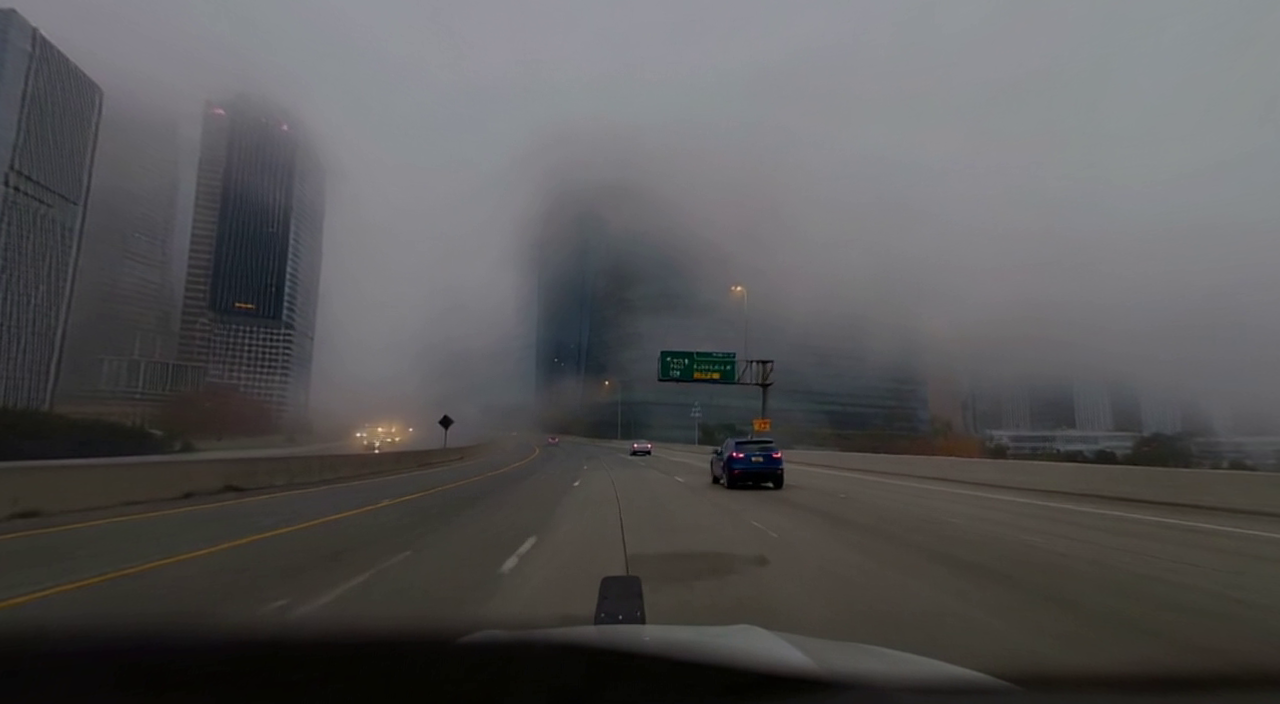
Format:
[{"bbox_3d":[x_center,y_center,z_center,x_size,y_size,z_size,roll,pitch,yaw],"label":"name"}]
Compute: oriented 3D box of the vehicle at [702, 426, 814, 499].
[{"bbox_3d":[3.180,3.120,18.200,2.110,1.780,4.682,0,-9,-3],"label":"vehicle"}]
